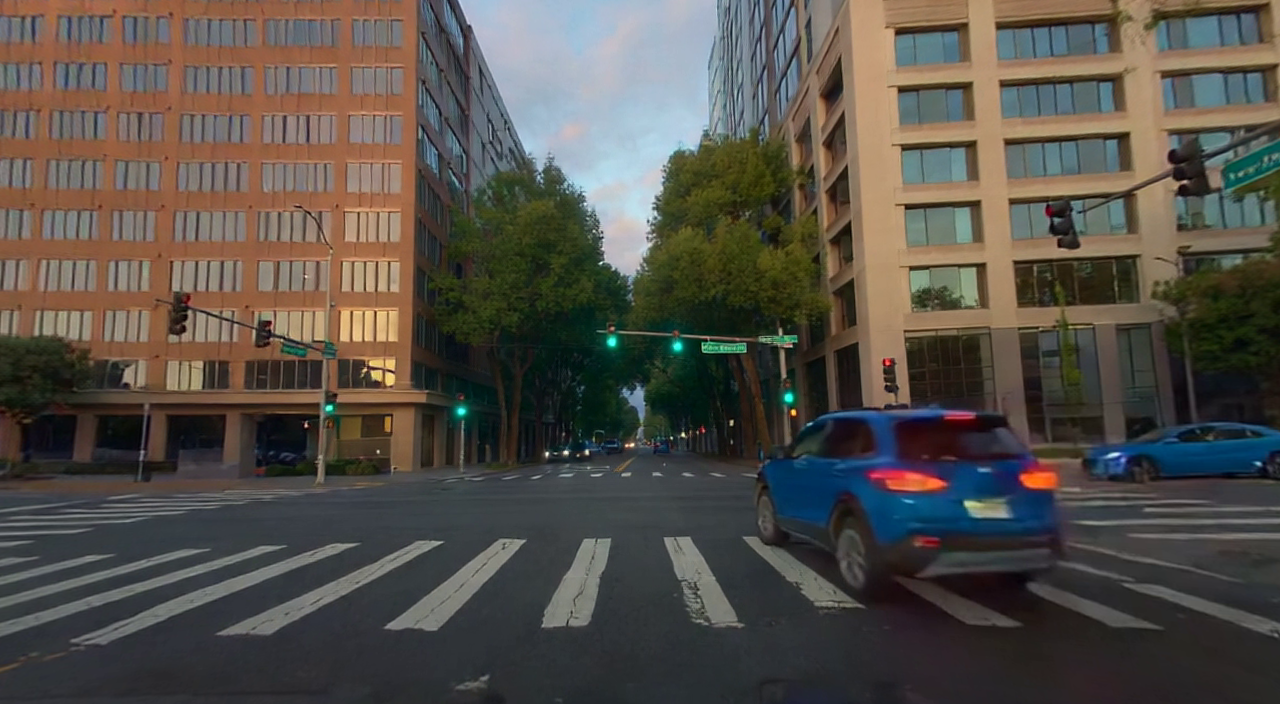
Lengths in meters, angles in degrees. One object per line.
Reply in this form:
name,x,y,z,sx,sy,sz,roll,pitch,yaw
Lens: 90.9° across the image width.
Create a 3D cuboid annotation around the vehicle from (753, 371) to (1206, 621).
vehicle,2.933,1.401,7.122,2.301,1.816,4.871,0,-8,-1
